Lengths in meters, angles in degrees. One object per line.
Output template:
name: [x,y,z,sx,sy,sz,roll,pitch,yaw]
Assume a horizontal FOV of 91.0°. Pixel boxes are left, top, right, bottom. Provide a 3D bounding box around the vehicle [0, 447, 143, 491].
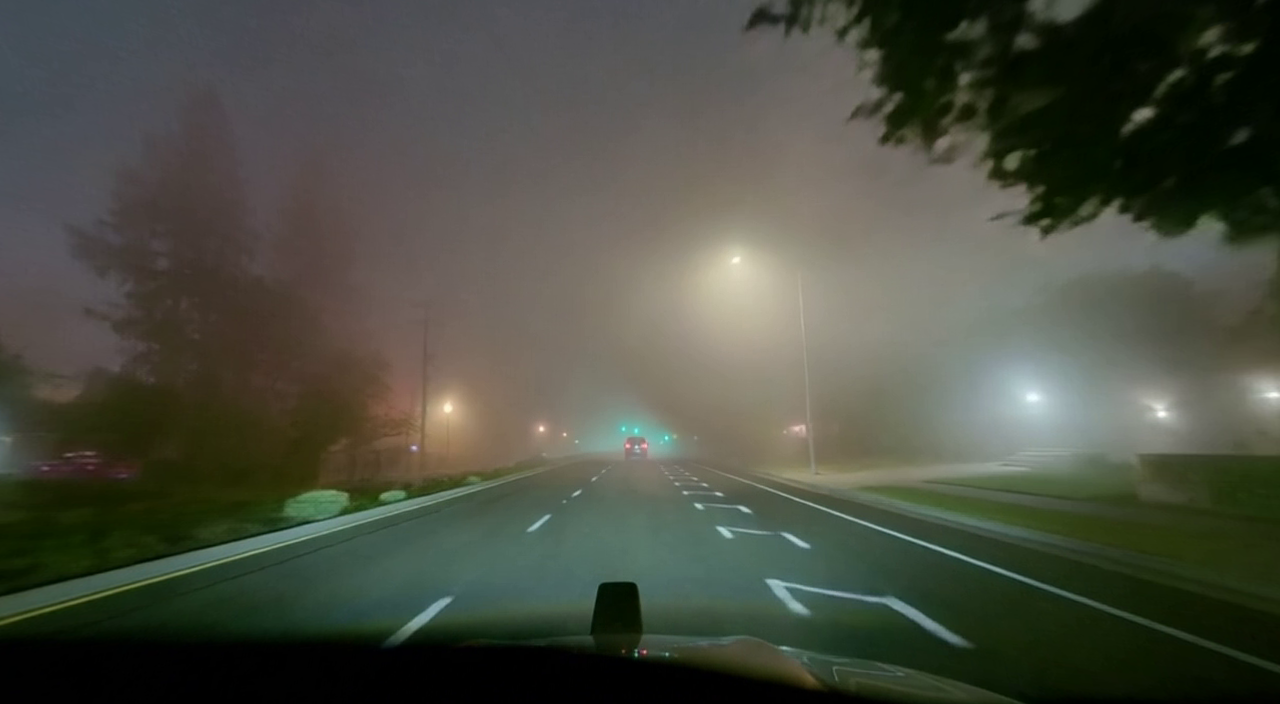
vehicle: [-24.820,5.044,27.309,4.605,1.682,2.105,-1,-8,-2]
